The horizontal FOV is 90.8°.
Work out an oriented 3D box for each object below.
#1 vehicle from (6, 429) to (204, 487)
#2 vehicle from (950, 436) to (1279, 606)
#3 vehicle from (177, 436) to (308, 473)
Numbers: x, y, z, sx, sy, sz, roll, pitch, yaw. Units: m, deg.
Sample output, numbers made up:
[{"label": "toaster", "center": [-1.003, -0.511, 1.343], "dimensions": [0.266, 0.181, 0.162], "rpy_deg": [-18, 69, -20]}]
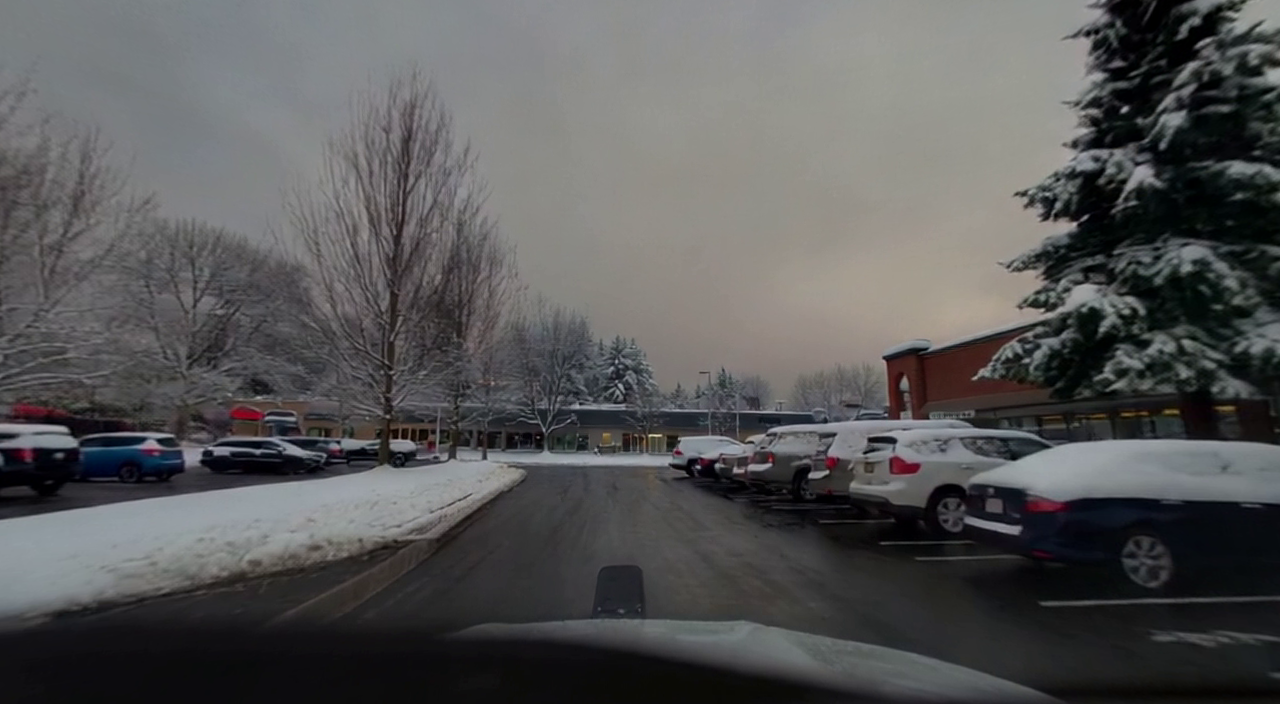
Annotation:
[{"label": "vehicle", "center": [-15.726, 3.099, 18.802], "dimensions": [4.197, 1.526, 1.977], "rpy_deg": [7, -11, -40]}, {"label": "vehicle", "center": [5.968, 1.653, 6.752], "dimensions": [4.298, 1.476, 1.921], "rpy_deg": [1, -8, -5]}, {"label": "vehicle", "center": [-17.548, 4.496, 27.977], "dimensions": [4.651, 1.494, 1.914], "rpy_deg": [6, -10, -37]}]
